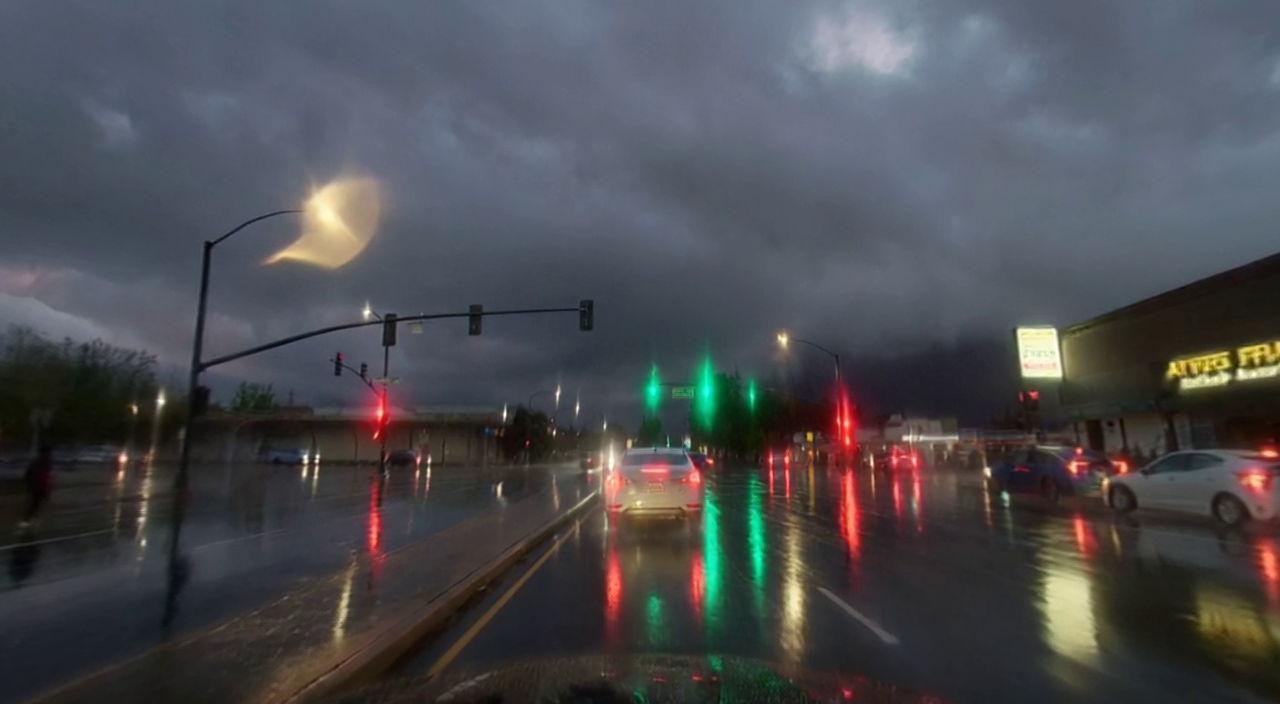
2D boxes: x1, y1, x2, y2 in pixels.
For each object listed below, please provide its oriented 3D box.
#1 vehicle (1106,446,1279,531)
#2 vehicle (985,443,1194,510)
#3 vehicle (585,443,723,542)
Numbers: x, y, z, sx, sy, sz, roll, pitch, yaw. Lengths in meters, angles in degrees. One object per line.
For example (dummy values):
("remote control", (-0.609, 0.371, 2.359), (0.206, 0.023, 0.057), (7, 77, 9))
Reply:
("vehicle", (14.196, 3.121, 15.050), (2.235, 1.721, 5.230), (0, -9, 1))
("vehicle", (14.104, 3.916, 20.491), (2.309, 1.819, 5.793), (0, -9, -2))
("vehicle", (0.228, 2.460, 11.722), (2.067, 1.471, 4.241), (0, -9, 0))
